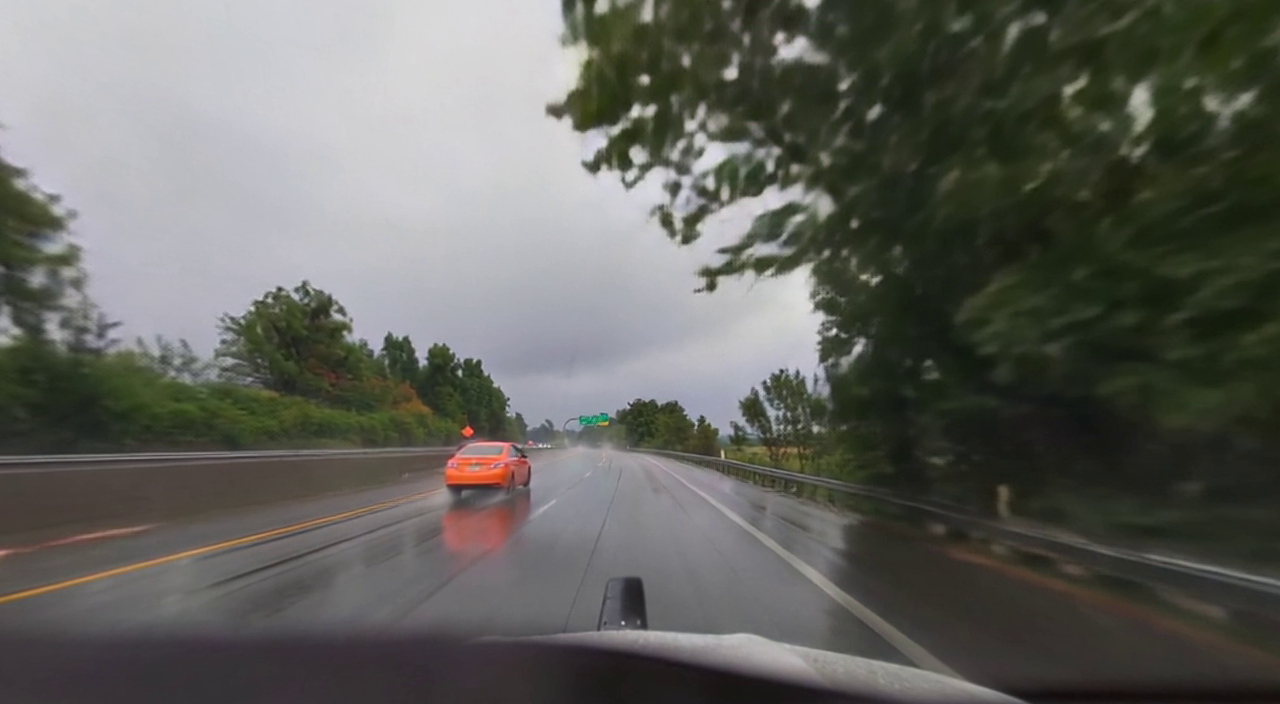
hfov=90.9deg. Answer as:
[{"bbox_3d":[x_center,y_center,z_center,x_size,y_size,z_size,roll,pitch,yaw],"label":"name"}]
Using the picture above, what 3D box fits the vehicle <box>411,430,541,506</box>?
[{"bbox_3d":[-3.689,2.689,14.972,1.990,1.532,3.911,0,-9,0],"label":"vehicle"}]
